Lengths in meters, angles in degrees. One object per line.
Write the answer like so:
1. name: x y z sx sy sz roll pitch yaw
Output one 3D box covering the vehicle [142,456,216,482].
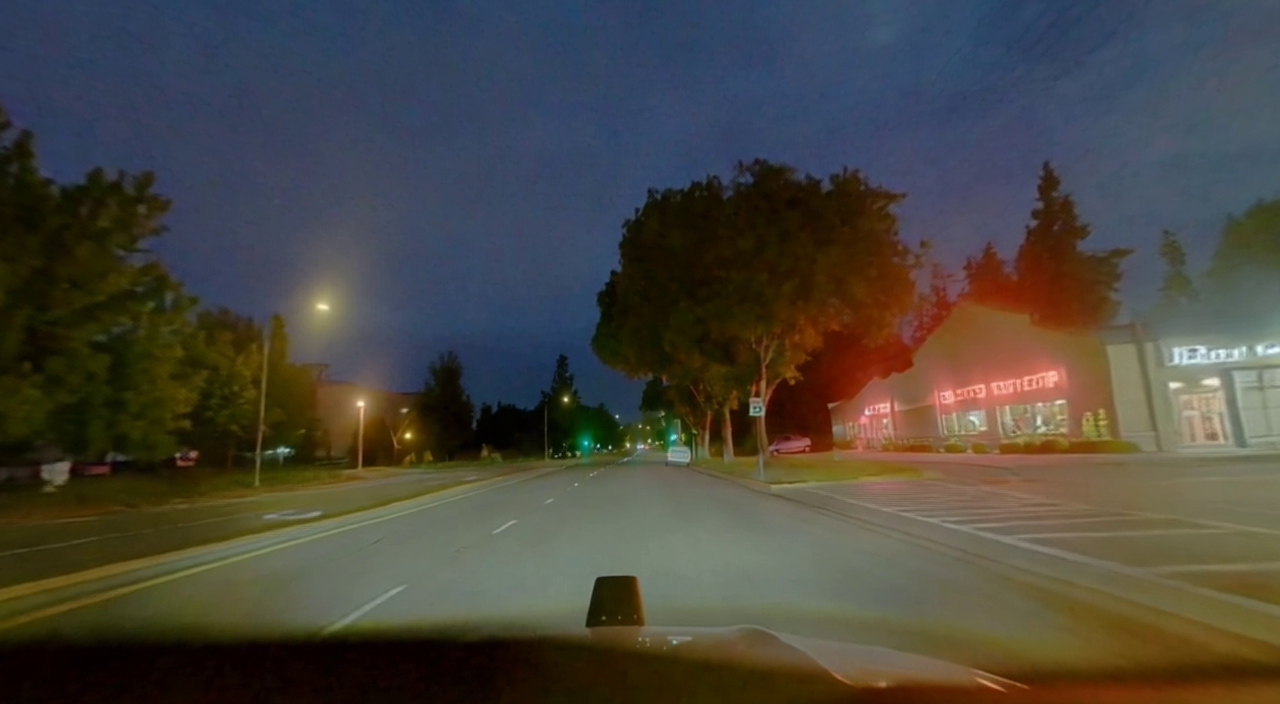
1. vehicle: -36.081 9.144 49.640 2.007 1.822 4.919 -1 -8 2
